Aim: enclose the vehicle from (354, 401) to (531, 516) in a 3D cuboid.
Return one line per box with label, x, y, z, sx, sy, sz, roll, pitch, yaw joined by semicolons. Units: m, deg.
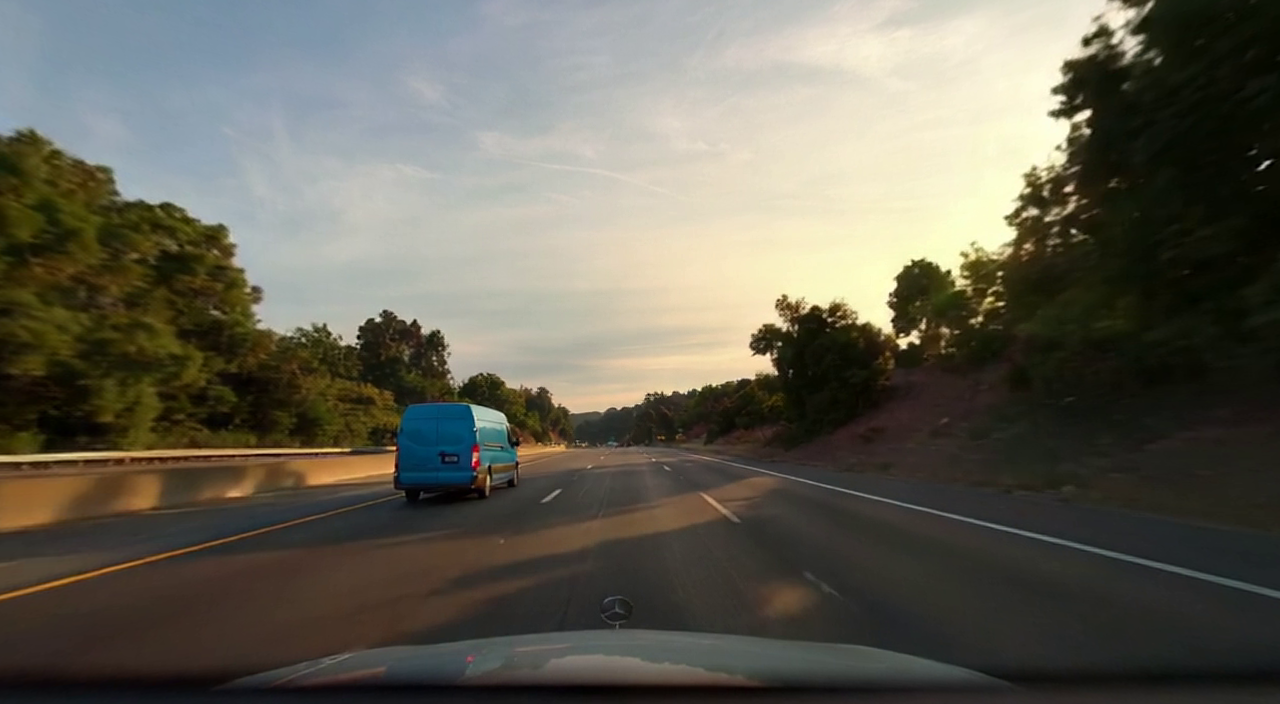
vehicle;-3.887;2.199;13.520;2.297;2.011;4.736;0;-8;0
